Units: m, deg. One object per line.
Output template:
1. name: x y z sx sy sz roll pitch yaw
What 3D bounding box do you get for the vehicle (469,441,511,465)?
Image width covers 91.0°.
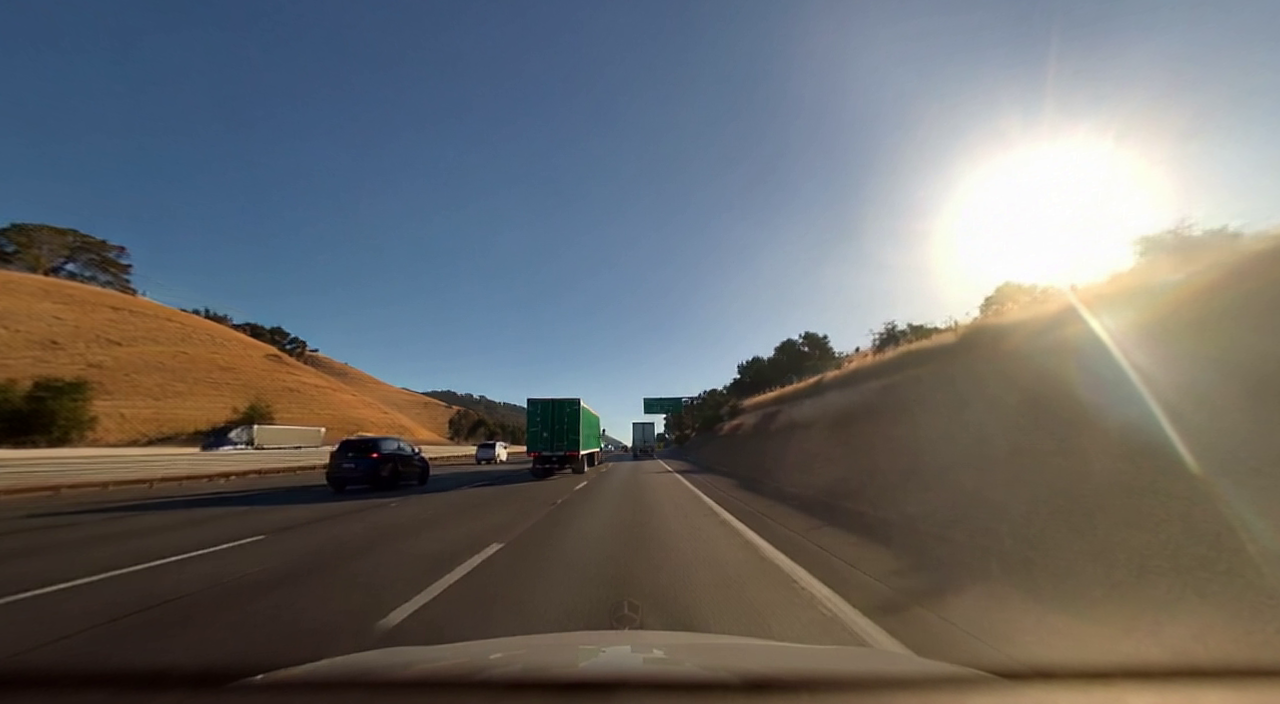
1. vehicle: -10.789 7.284 45.500 1.964 1.652 4.071 0 -9 1

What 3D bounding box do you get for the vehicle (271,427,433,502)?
1. vehicle: -7.528 3.004 17.161 2.125 1.725 4.715 0 -9 0

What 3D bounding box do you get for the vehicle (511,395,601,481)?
1. vehicle: -3.577 4.166 29.971 2.789 3.271 10.894 1 -9 0
